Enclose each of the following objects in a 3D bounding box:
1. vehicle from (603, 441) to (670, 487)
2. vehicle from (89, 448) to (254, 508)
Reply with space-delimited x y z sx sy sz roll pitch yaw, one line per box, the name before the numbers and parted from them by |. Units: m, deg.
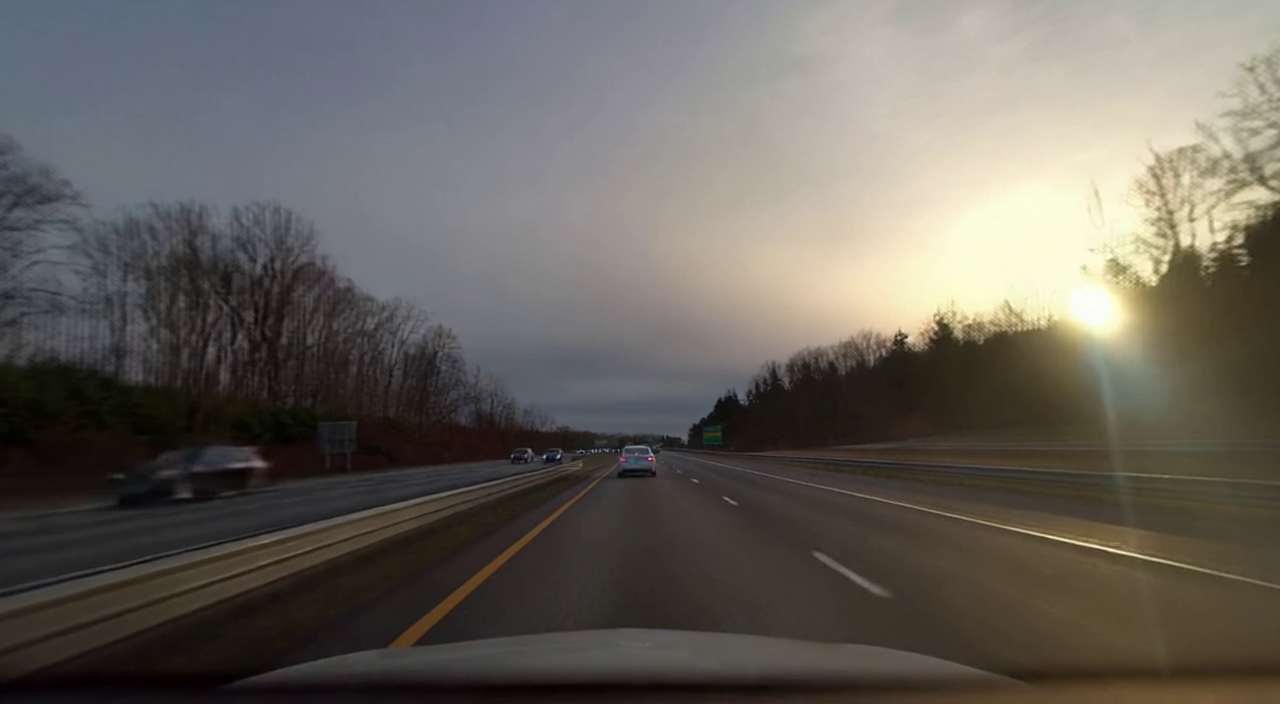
vehicle | -0.160 4.070 23.081 2.244 1.506 4.097 0 -9 -1
vehicle | -13.656 3.647 18.622 1.834 1.539 3.929 0 -9 -1
